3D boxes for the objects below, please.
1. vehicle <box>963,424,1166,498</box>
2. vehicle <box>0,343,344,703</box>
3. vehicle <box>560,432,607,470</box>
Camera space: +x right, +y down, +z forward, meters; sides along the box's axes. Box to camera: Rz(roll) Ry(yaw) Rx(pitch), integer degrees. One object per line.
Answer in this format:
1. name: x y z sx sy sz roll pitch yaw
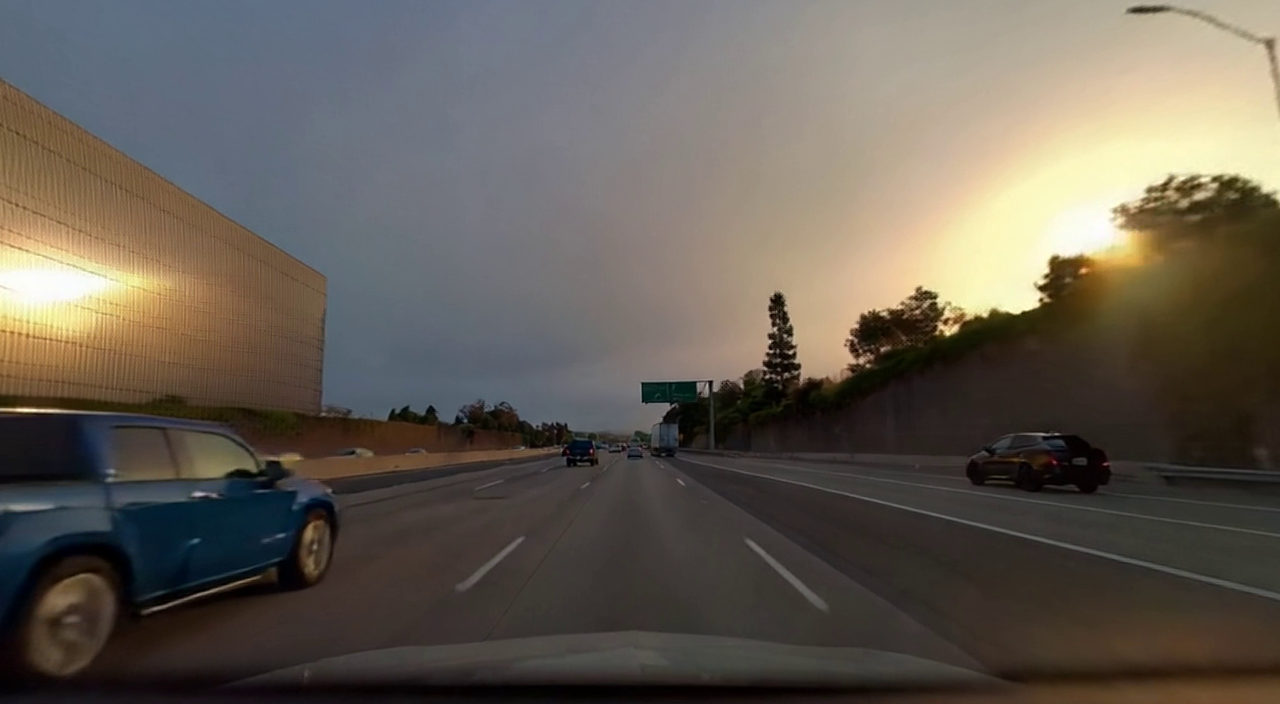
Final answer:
1. vehicle: 11.572 3.025 17.836 2.089 1.787 5.080 0 -9 -1
2. vehicle: -3.712 0.973 3.566 2.039 1.710 4.237 0 -9 -1
3. vehicle: -3.222 5.802 37.174 2.284 2.022 5.752 0 -9 -1
